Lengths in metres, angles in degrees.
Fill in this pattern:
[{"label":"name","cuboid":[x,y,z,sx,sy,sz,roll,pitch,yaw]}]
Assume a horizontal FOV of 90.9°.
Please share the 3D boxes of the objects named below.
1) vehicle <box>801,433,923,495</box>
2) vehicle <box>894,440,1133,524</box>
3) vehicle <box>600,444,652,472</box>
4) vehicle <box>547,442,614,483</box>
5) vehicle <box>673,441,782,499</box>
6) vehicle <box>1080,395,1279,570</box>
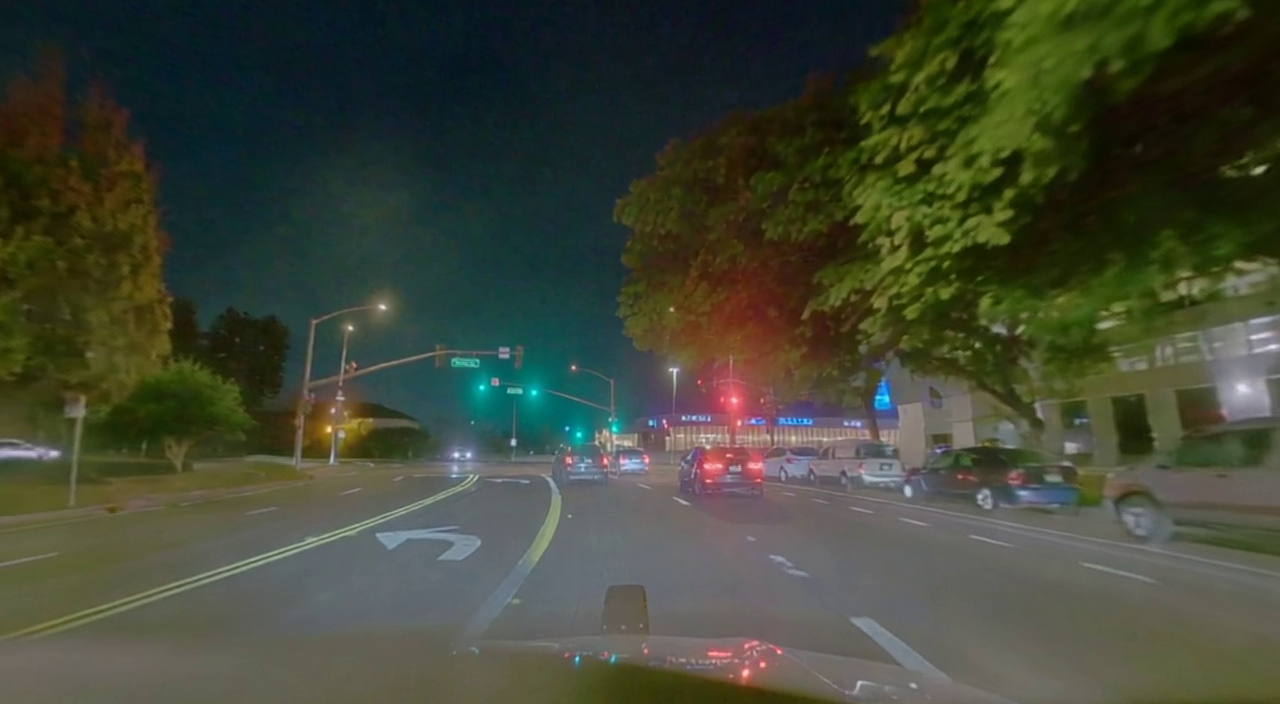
[{"label":"vehicle","cuboid":[6.595,3.366,19.272,1.825,1.646,4.070,1,-9,-7]},{"label":"vehicle","cuboid":[7.470,2.609,13.311,1.903,1.432,4.514,1,-9,-7]},{"label":"vehicle","cuboid":[-0.896,6.029,36.097,1.957,1.463,4.701,2,-9,-14]},{"label":"vehicle","cuboid":[-2.607,4.594,26.573,2.308,1.535,4.811,2,-9,-11]},{"label":"vehicle","cuboid":[2.369,3.358,18.386,1.984,1.476,4.488,1,-9,-8]},{"label":"vehicle","cuboid":[7.845,1.440,7.054,2.197,1.832,4.762,0,-9,-3]}]
